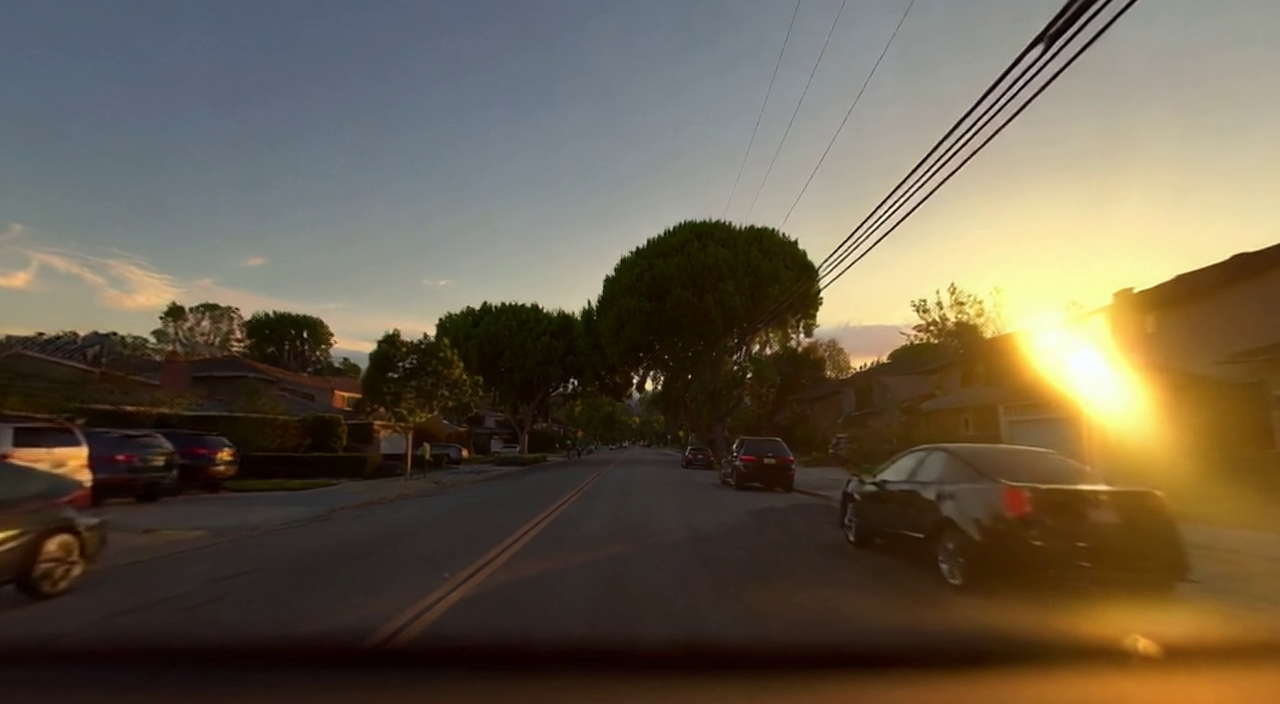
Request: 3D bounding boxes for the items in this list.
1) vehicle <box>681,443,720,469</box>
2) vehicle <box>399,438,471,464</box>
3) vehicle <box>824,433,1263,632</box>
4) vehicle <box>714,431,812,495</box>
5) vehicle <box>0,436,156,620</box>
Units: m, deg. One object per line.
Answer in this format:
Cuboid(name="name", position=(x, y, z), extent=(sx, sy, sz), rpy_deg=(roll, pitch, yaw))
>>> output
Cuboid(name="vehicle", position=(3.738, 6.540, 39.734), extent=(1.897, 1.521, 4.835), rpy_deg=(0, -9, -1))
Cuboid(name="vehicle", position=(-15.715, 7.602, 48.414), extent=(4.882, 1.777, 2.025), rpy_deg=(-2, -9, -2))
Cuboid(name="vehicle", position=(3.796, 1.736, 7.173), extent=(1.949, 1.505, 4.483), rpy_deg=(0, -9, -1))
Cuboid(name="vehicle", position=(3.754, 3.497, 20.222), extent=(2.039, 1.780, 4.884), rpy_deg=(0, -9, -2))
Cuboid(name="vehicle", position=(-6.274, 1.391, 4.501), extent=(1.985, 1.497, 4.655), rpy_deg=(-2, -8, -1))
